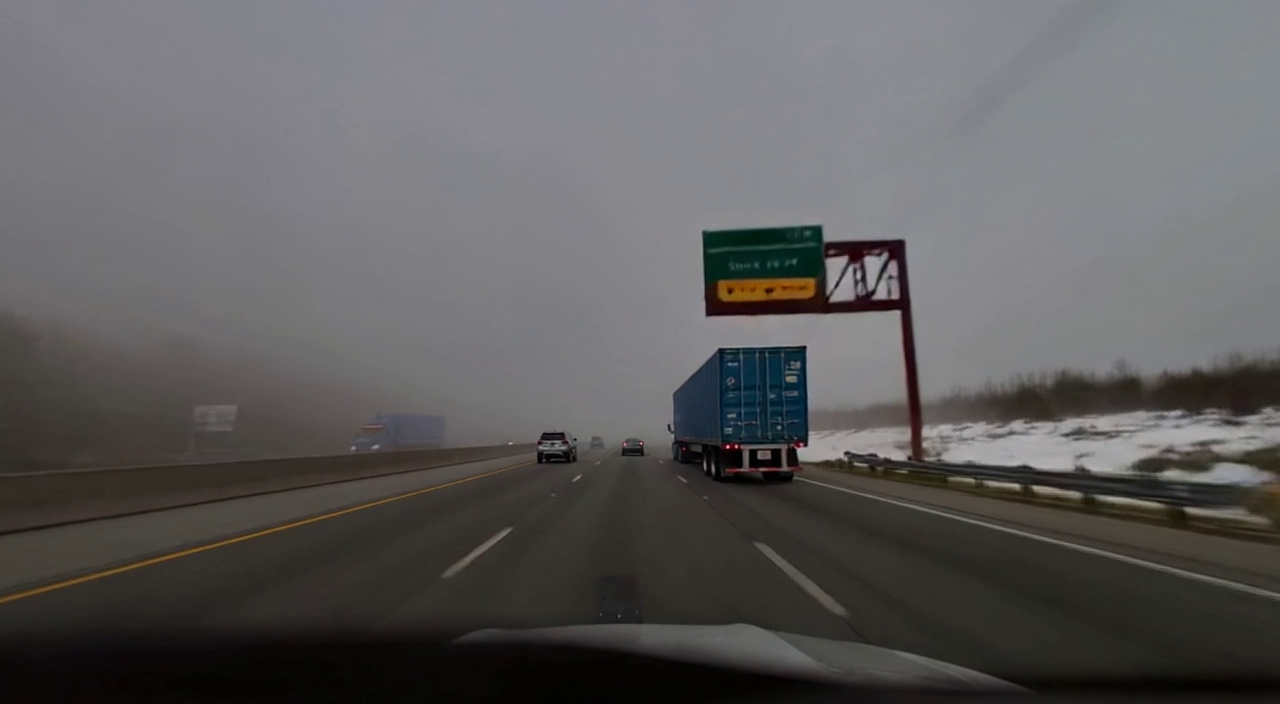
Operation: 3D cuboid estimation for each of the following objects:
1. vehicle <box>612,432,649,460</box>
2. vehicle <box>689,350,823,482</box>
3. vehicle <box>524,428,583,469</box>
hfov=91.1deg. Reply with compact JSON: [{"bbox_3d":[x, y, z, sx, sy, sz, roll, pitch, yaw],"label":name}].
[{"bbox_3d":[-0.601,5.654,37.817,2.088,1.567,4.240,0,-8,-1],"label":"vehicle"},{"bbox_3d":[3.691,2.386,22.321,2.883,3.836,7.894,0,-8,-3],"label":"vehicle"},{"bbox_3d":[-3.754,4.277,28.105,2.054,1.671,4.445,0,-8,0],"label":"vehicle"}]
